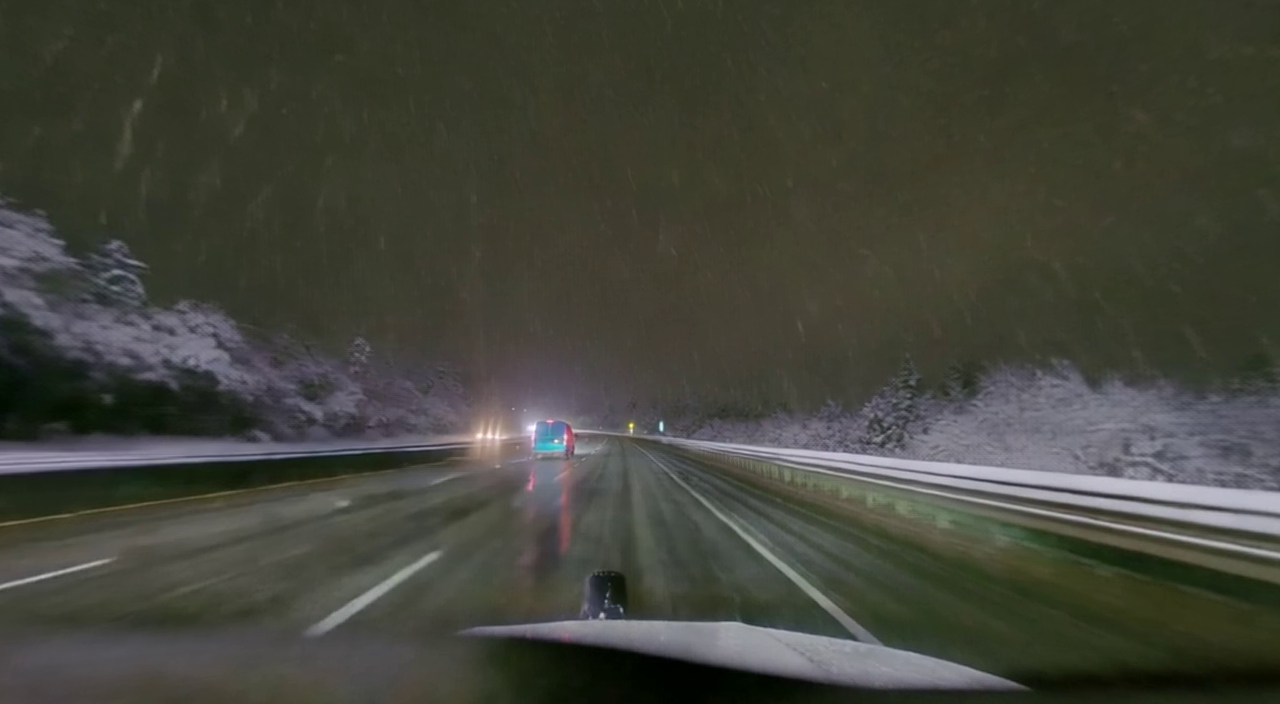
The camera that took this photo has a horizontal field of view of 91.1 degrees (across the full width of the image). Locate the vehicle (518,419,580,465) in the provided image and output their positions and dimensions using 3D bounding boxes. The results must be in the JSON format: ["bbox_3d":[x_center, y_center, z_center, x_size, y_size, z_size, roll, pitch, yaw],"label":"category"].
[{"bbox_3d":[-4.413,4.465,31.376,2.309,2.053,4.884,0,-8,1],"label":"vehicle"}]
